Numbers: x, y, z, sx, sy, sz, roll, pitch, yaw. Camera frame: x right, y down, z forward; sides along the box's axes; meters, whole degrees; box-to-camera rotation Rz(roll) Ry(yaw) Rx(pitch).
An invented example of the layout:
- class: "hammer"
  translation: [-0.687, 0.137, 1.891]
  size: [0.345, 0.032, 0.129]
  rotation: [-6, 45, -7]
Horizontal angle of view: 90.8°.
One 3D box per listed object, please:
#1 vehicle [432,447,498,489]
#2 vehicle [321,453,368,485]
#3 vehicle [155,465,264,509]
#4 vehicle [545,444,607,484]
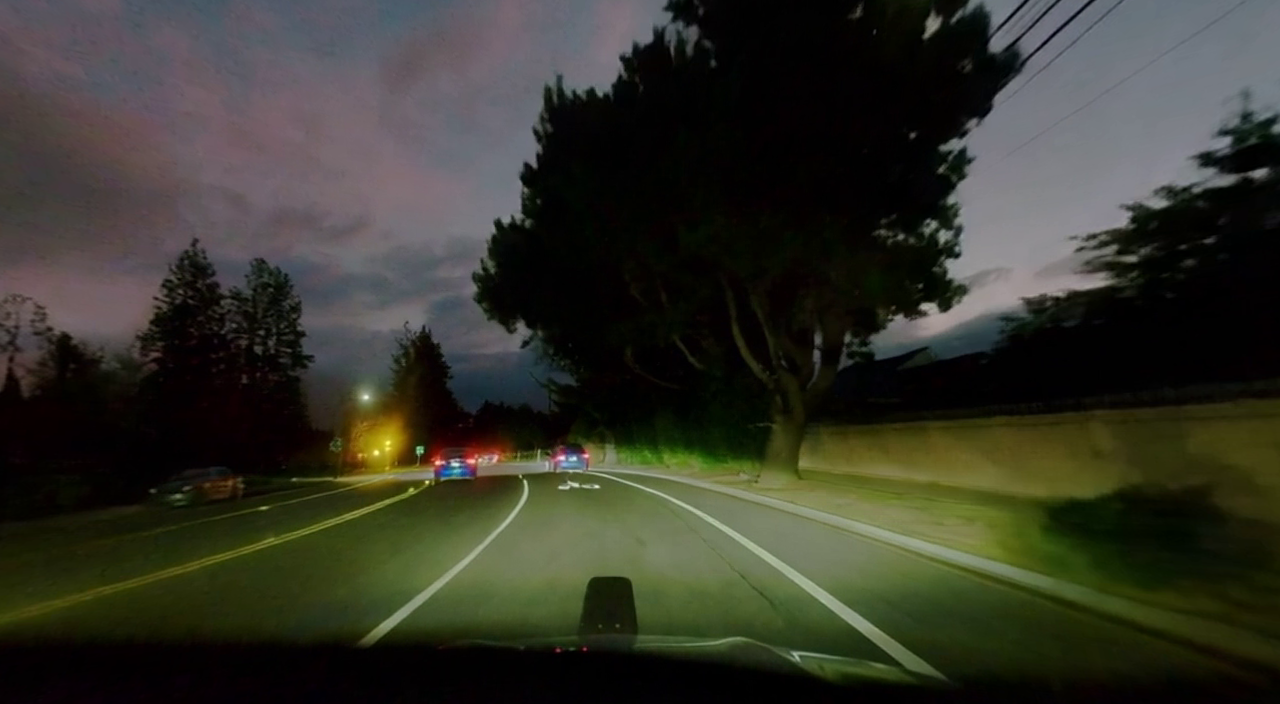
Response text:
- class: "vehicle"
  translation: [-6.532, 4.348, 23.991]
  size: [1.913, 1.425, 4.235]
  rotation: [1, -9, -9]
- class: "vehicle"
  translation: [-22.405, 8.850, 48.137]
  size: [2.094, 2.000, 5.603]
  rotation: [3, -7, -13]
- class: "vehicle"
  translation: [-17.380, 5.432, 25.824]
  size: [1.944, 1.458, 4.549]
  rotation: [2, -9, -11]
- class: "vehicle"
  translation: [-2.780, 4.654, 26.540]
  size: [2.168, 1.504, 4.284]
  rotation: [2, -9, -11]
